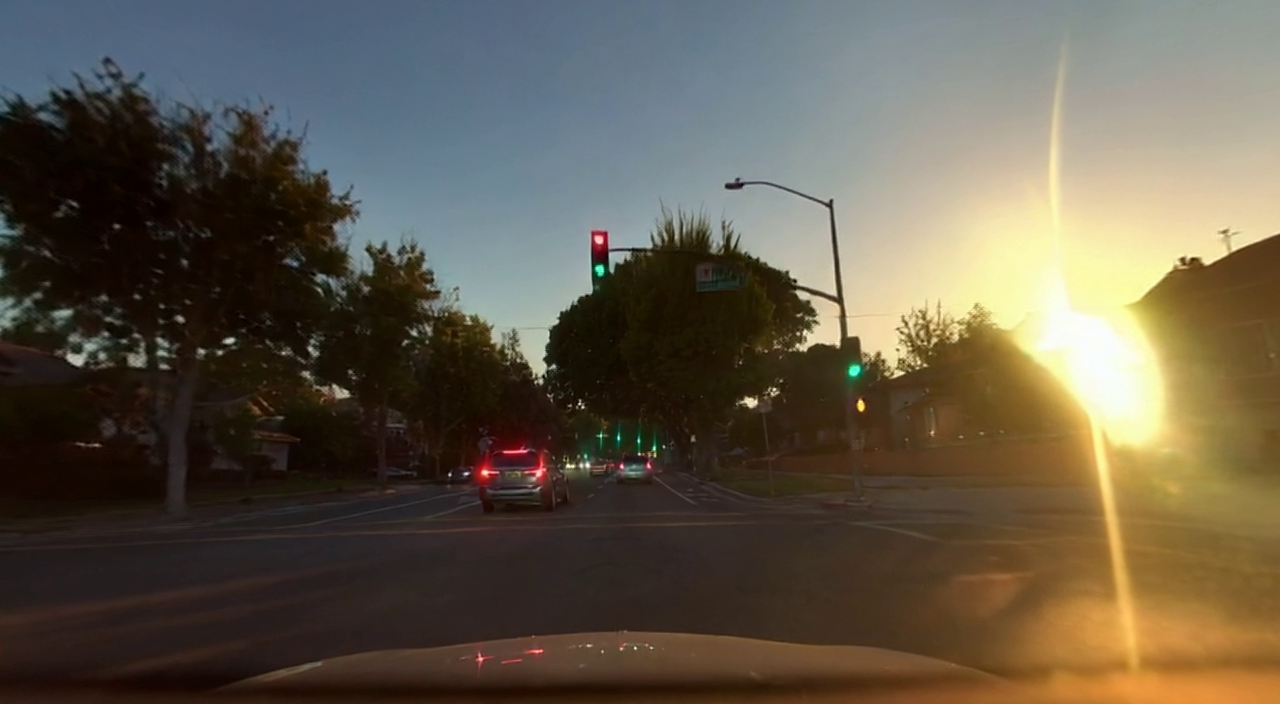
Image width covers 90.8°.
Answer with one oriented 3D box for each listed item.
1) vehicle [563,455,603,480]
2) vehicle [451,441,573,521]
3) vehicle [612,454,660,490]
[{"bbox_3d":[-3.776,7.774,42.737,2.268,1.522,4.350,0,-8,0],"label":"vehicle"},{"bbox_3d":[-3.119,3.227,16.482,2.157,1.771,4.452,0,-8,1],"label":"vehicle"},{"bbox_3d":[-0.164,5.521,29.351,2.062,1.518,3.901,0,-8,0],"label":"vehicle"}]
